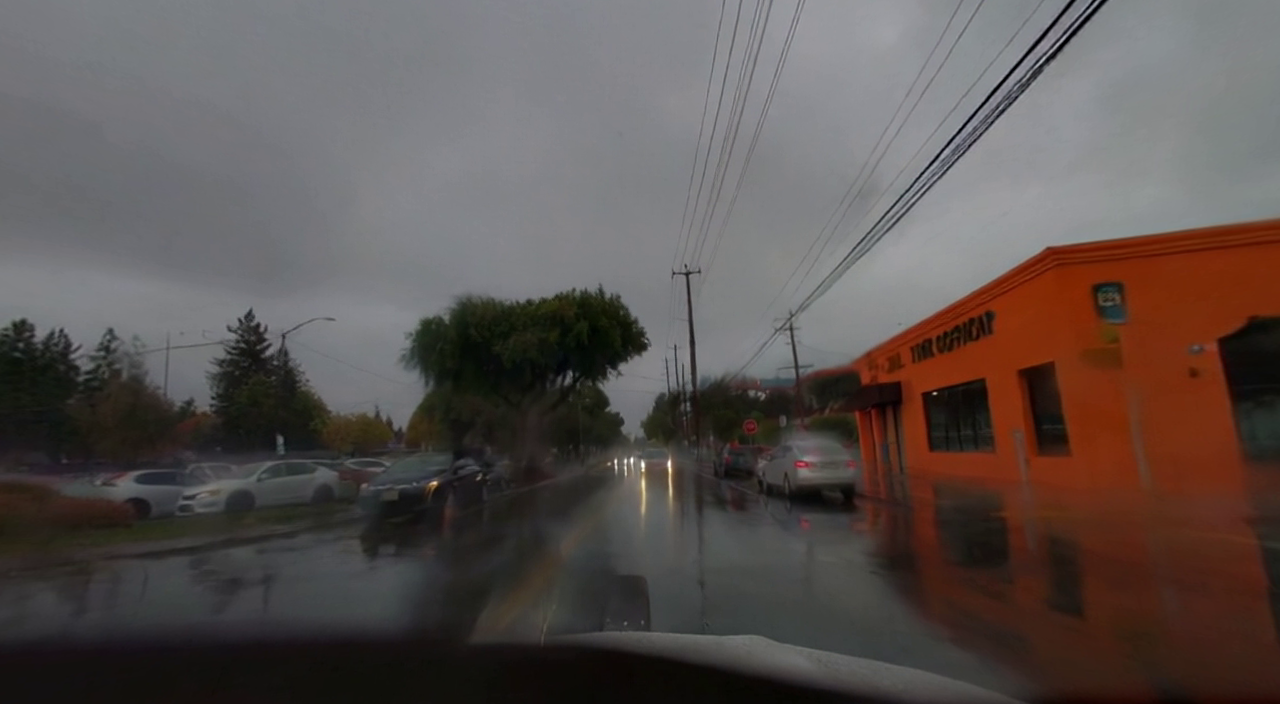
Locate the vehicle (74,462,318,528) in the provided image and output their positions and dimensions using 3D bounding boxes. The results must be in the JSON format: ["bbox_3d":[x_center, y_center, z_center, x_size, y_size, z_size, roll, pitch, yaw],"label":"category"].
[{"bbox_3d":[-11.632,3.759,16.833,4.968,1.493,1.961,0,-8,-2],"label":"vehicle"}]

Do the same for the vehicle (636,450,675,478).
[{"bbox_3d":[0.983,6.535,37.054,2.033,1.464,4.645,-1,-8,5],"label":"vehicle"}]

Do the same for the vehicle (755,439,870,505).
[{"bbox_3d":[4.313,3.031,16.516,1.840,1.452,4.517,-1,-8,1],"label":"vehicle"}]

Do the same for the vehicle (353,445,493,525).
[{"bbox_3d":[-5.705,3.506,17.426,2.146,1.775,5.117,0,-8,-1],"label":"vehicle"}]
